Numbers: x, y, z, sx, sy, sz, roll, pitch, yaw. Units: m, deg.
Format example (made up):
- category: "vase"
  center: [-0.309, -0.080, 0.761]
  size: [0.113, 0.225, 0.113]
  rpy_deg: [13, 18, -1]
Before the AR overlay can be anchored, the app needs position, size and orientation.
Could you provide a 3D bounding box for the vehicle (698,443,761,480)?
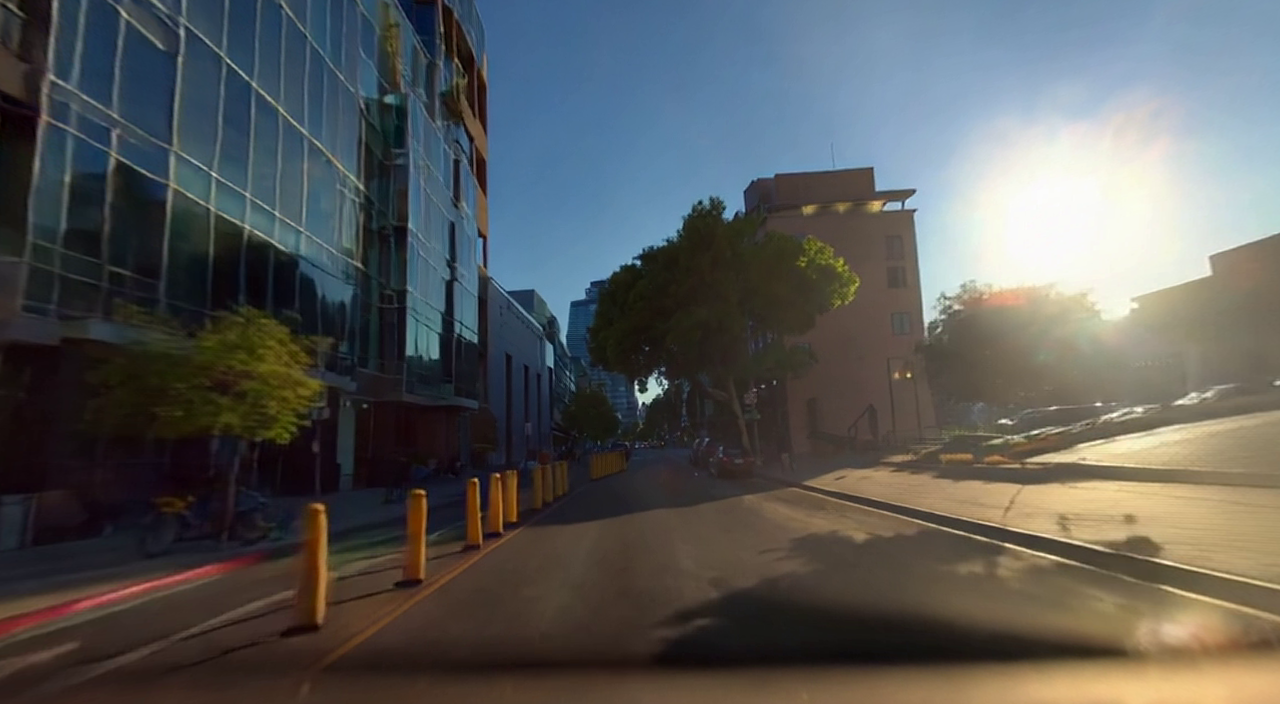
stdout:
- category: "vehicle"
  center: [3.804, 4.708, 27.515]
  size: [2.020, 1.448, 4.220]
  rpy_deg: [-1, -8, -1]
